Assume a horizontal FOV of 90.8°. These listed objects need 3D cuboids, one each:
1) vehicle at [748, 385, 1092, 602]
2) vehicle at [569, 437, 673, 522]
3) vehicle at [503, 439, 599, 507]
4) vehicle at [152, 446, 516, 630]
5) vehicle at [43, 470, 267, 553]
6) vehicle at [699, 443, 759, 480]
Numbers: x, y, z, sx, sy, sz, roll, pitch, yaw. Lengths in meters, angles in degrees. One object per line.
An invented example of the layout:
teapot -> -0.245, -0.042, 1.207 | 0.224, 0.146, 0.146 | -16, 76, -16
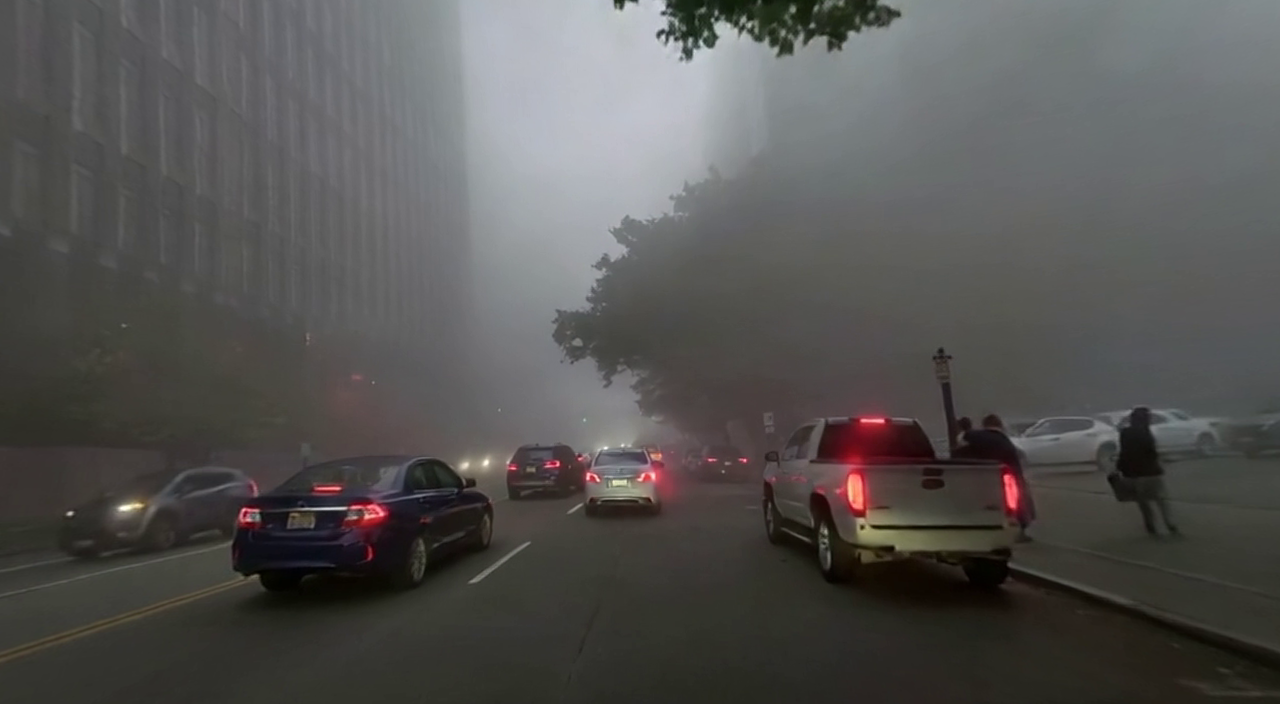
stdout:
vehicle -> 2.951, 1.645, 8.213 | 2.352, 1.953, 4.798 | -1, -9, 2
vehicle -> -0.310, 2.855, 14.658 | 2.076, 1.667, 3.948 | -1, -9, 2
vehicle -> -2.565, 3.632, 19.533 | 2.000, 1.818, 4.668 | -1, -9, 4
vehicle -> -2.964, 1.858, 7.439 | 1.940, 1.481, 4.376 | -1, -9, 2
vehicle -> -11.676, 3.816, 15.720 | 2.122, 1.606, 4.221 | 1, -9, 1
vehicle -> 3.780, 4.703, 27.528 | 2.065, 1.461, 4.181 | 0, -8, 1
